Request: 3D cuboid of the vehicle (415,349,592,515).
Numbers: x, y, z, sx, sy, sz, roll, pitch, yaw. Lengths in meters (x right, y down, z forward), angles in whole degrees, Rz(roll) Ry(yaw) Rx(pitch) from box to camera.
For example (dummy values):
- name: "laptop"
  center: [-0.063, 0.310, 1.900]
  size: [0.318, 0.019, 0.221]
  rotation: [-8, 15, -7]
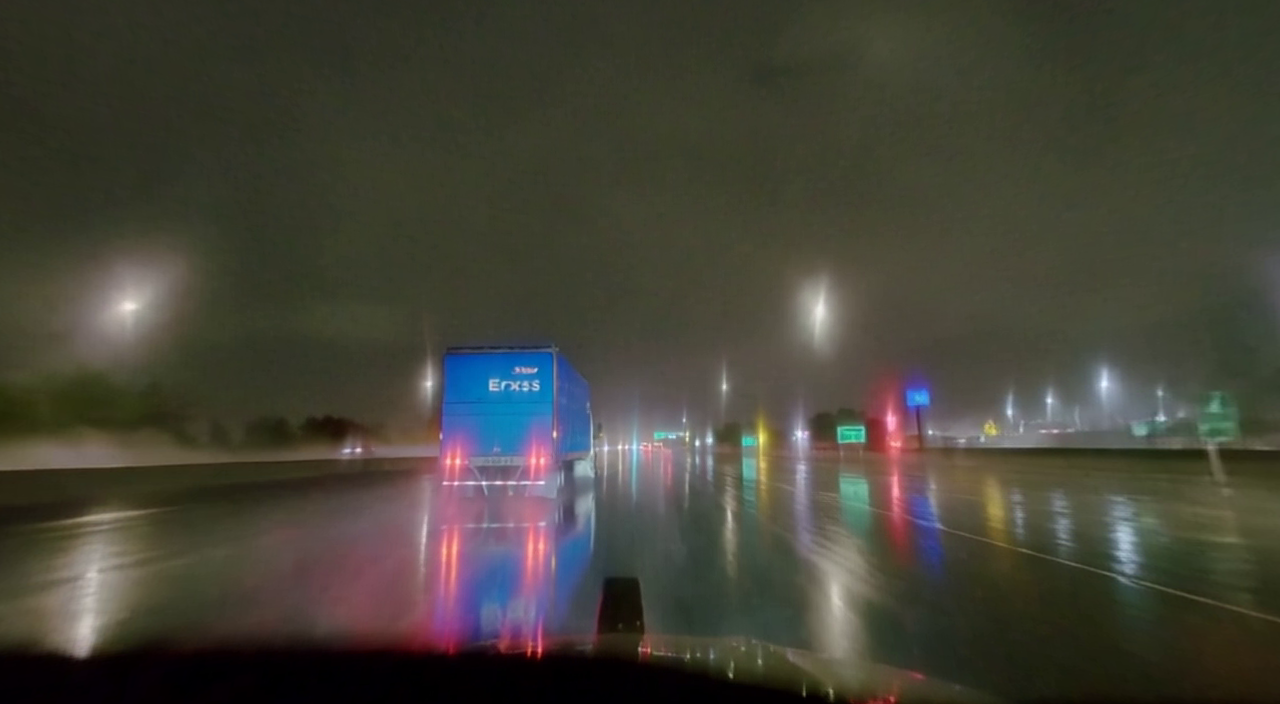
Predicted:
- name: "vehicle"
  center: [-3.148, 2.291, 17.388]
  size: [2.922, 3.458, 8.360]
  rotation: [0, -9, 1]
